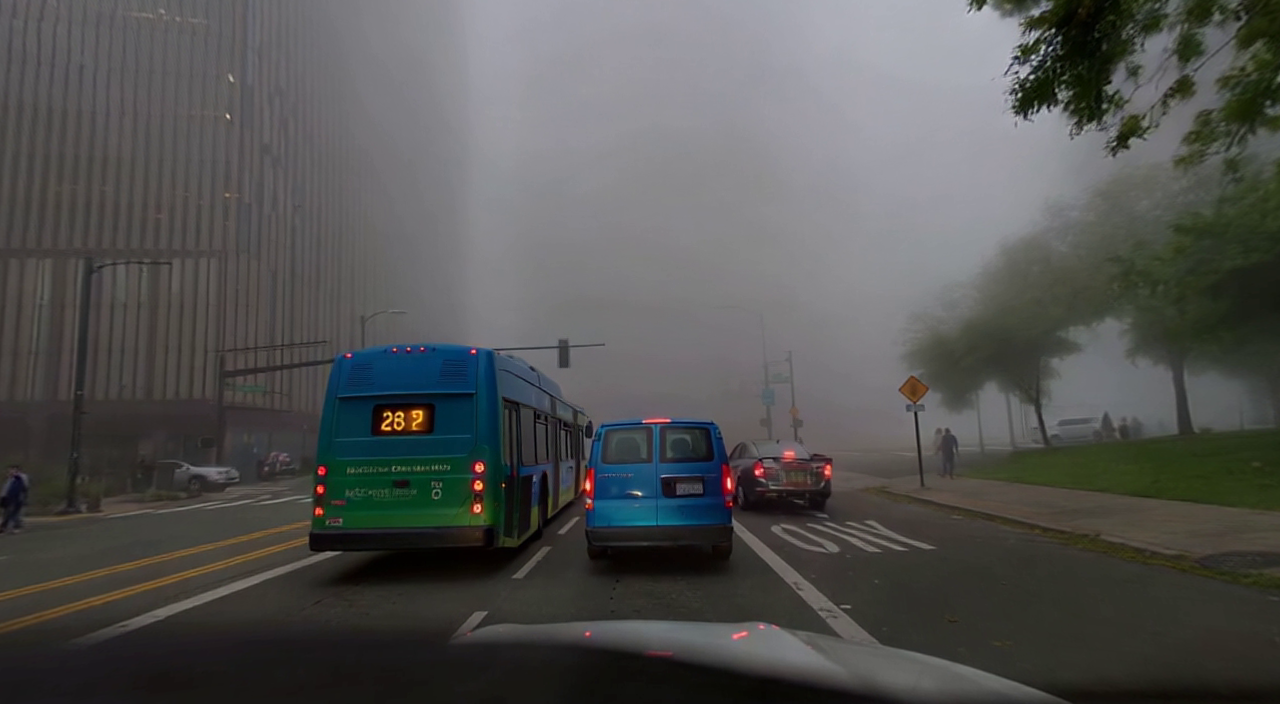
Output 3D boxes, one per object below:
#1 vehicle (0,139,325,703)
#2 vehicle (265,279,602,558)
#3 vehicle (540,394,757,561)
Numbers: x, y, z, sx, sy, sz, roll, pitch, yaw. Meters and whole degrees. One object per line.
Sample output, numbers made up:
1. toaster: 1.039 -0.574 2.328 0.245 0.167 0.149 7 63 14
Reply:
1. vehicle: -2.758 0.327 0.220 2.329 2.089 5.659 0 -9 0
2. vehicle: -2.917 1.795 14.594 3.042 3.445 13.615 0 -9 1
3. vehicle: 0.123 1.777 9.519 2.500 1.912 4.270 0 -9 1
